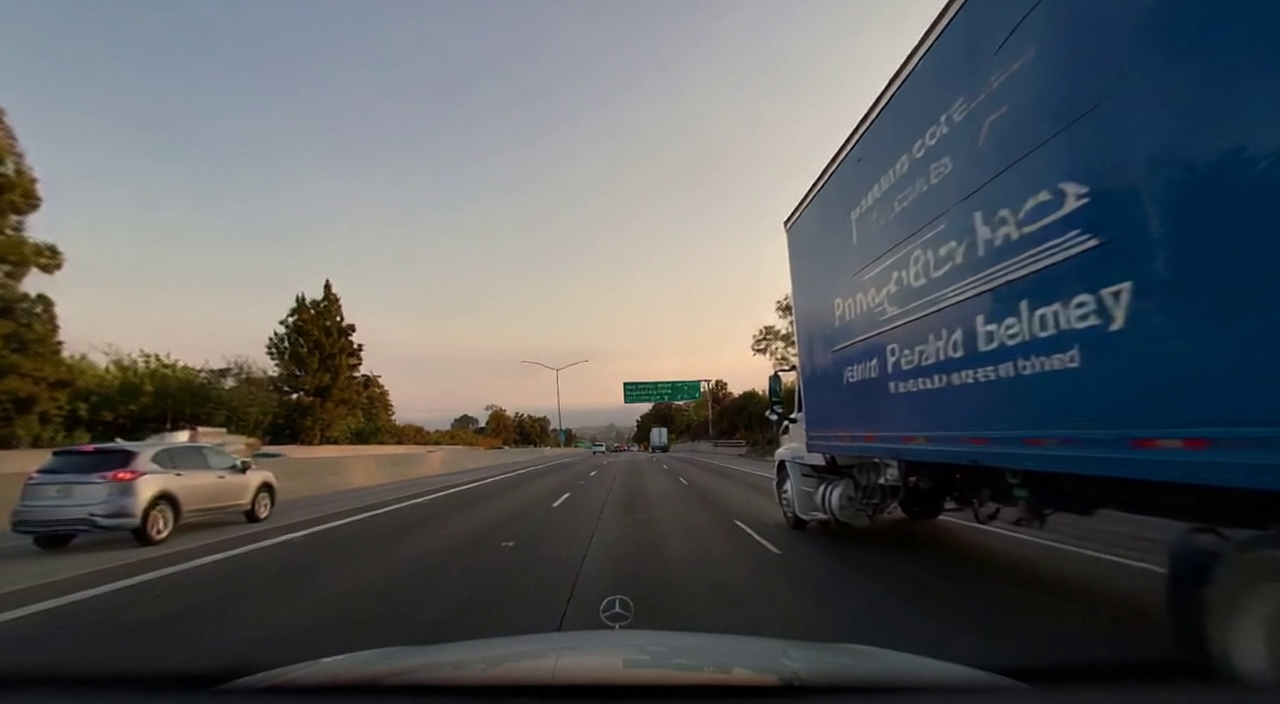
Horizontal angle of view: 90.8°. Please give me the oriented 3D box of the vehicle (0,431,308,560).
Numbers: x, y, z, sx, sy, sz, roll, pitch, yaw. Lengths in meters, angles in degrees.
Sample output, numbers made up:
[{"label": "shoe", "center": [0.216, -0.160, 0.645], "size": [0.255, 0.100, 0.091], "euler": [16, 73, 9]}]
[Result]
[{"label": "vehicle", "center": [-7.340, 2.026, 9.723], "size": [2.033, 1.494, 4.508], "euler": [0, -9, -1]}]

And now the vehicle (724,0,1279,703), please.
[{"label": "vehicle", "center": [3.109, 0.144, 5.501], "size": [2.985, 3.985, 10.516], "euler": [0, -9, -2]}]
